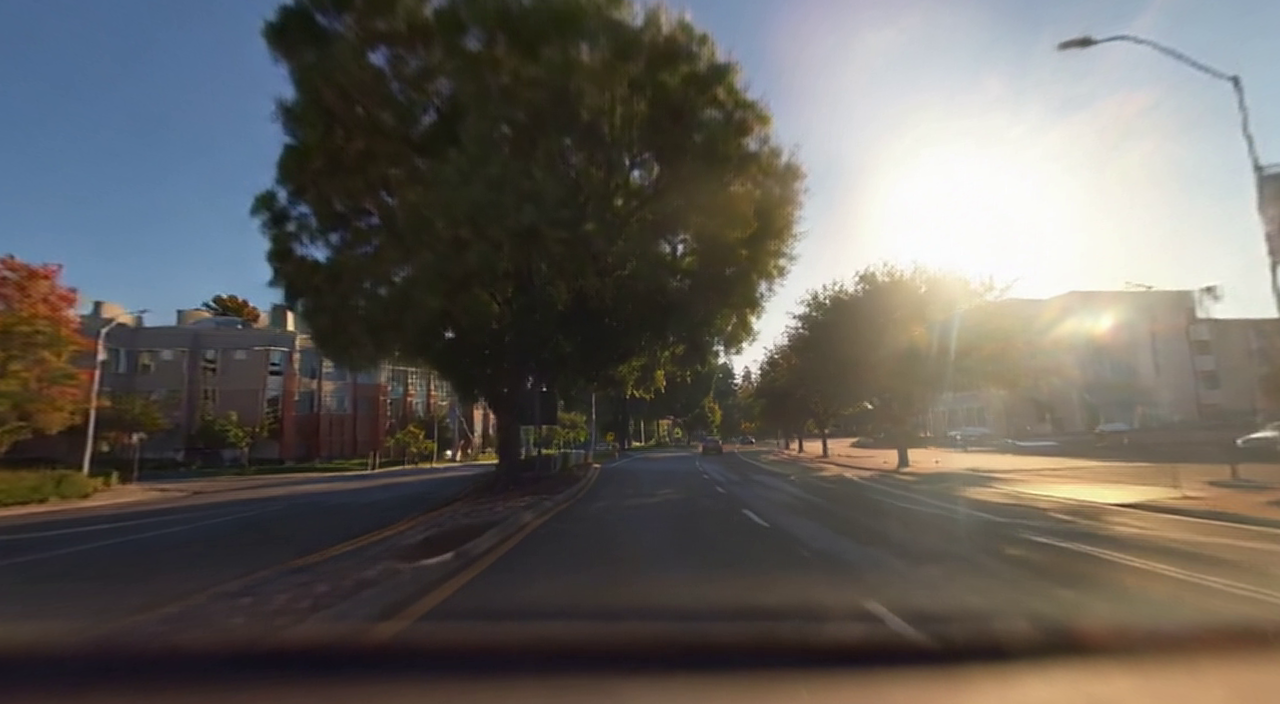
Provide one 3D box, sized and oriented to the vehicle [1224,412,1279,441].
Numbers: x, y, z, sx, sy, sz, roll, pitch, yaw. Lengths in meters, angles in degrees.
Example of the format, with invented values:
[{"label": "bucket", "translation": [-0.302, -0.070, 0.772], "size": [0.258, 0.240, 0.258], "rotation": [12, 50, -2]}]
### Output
[{"label": "vehicle", "translation": [32.209, 3.804, 32.446], "size": [3.328, 1.385, 1.570], "rotation": [1, -9, -15]}]
